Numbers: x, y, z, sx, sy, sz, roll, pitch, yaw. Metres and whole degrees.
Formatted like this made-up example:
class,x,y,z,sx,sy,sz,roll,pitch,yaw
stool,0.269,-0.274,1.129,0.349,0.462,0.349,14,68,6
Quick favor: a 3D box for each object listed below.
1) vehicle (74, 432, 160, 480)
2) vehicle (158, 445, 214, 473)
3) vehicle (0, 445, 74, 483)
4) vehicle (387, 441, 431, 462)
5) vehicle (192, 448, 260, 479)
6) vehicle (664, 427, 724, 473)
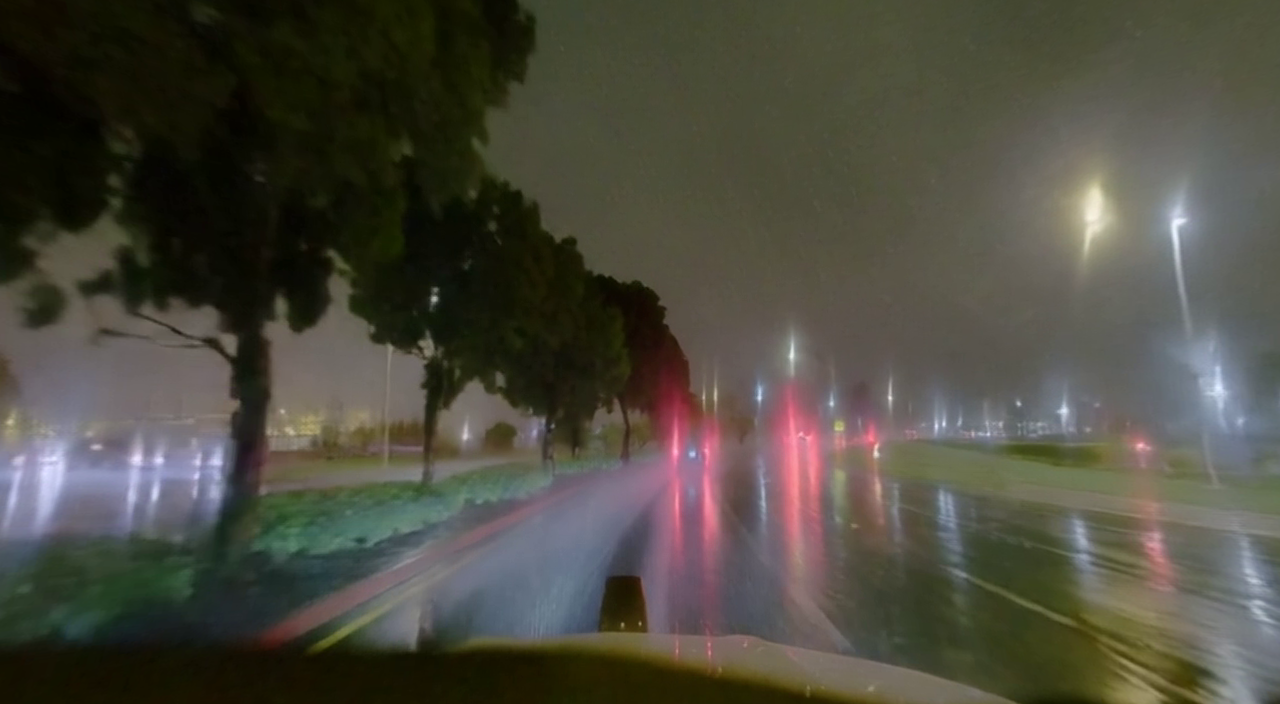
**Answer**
class,x,y,z,sx,sy,sz,roll,pitch,yaw
vehicle,-30.361,5.950,36.673,2.346,2.341,5.455,1,-6,-23
vehicle,-27.708,6.532,38.458,1.916,1.563,3.941,4,-10,-24
vehicle,-32.596,5.935,33.602,2.123,1.834,4.749,5,-10,-28
vehicle,-17.325,7.506,47.208,1.829,1.501,4.149,0,-9,-2
vehicle,-22.815,6.112,34.780,2.058,1.580,4.134,3,-9,-18
vehicle,2.647,4.572,29.298,2.371,1.926,5.615,-1,-9,9
